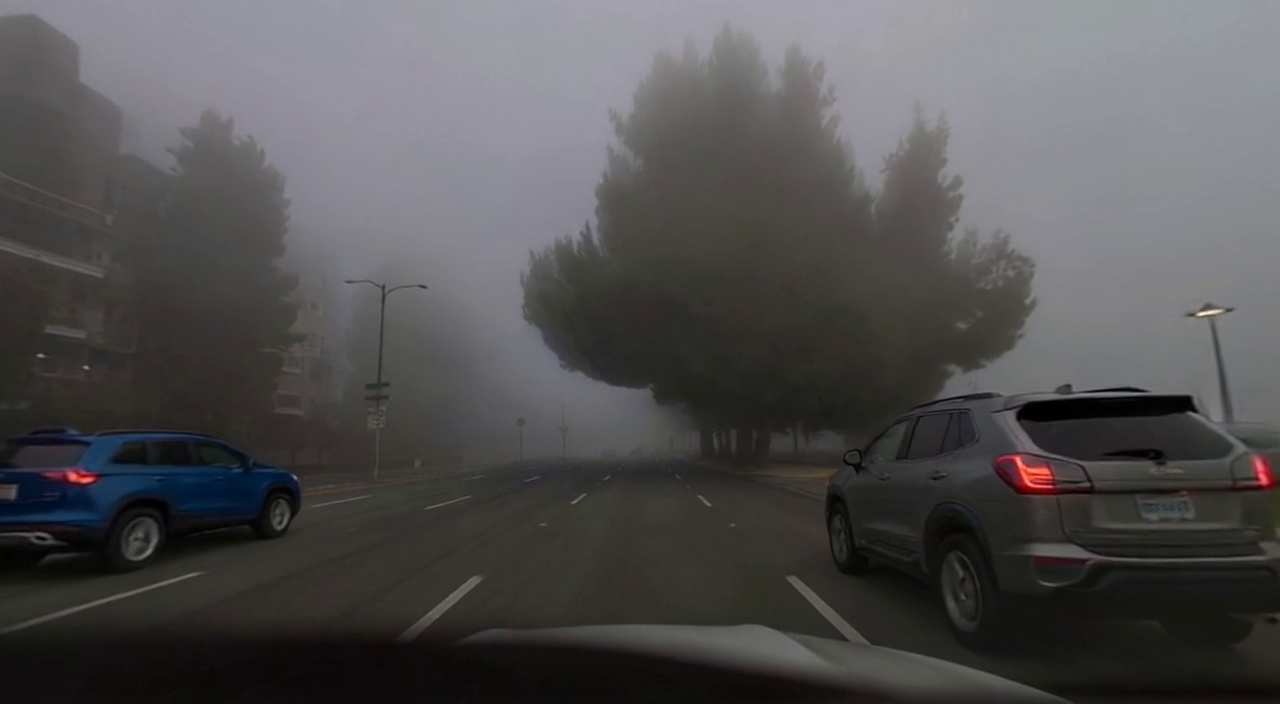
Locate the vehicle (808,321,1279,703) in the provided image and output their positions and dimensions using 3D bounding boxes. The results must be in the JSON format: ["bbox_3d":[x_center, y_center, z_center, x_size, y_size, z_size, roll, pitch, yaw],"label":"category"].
[{"bbox_3d":[2.931,1.090,4.733,2.047,1.768,4.607,0,-9,0],"label":"vehicle"}]

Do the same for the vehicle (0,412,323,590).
[{"bbox_3d":[-6.542,1.796,8.507,2.069,1.690,4.837,0,-9,-1],"label":"vehicle"}]
